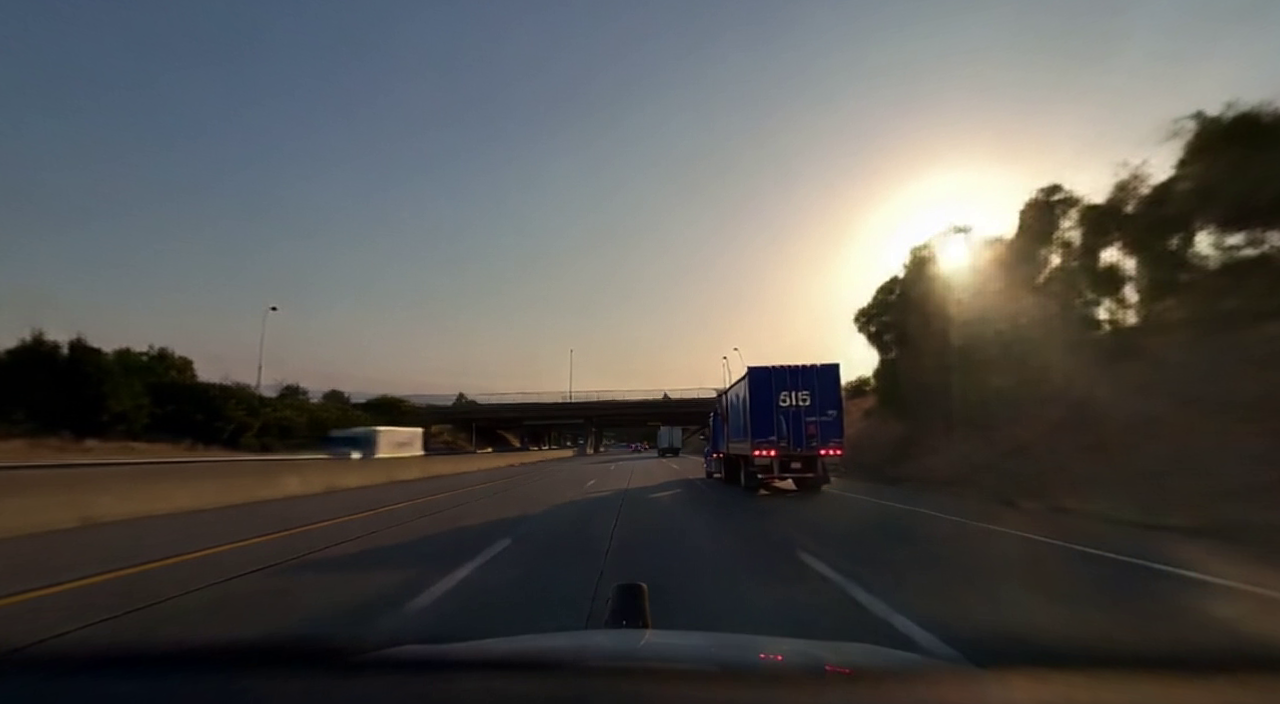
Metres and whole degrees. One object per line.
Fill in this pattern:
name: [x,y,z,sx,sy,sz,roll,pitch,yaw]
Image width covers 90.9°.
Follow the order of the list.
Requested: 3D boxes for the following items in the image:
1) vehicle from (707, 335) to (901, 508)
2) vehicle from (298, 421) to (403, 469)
vehicle: [4.044,2.257,18.686,3.107,3.718,10.231,0,-9,1]
vehicle: [-12.530,4.120,27.743,2.066,1.908,5.294,0,-9,0]
